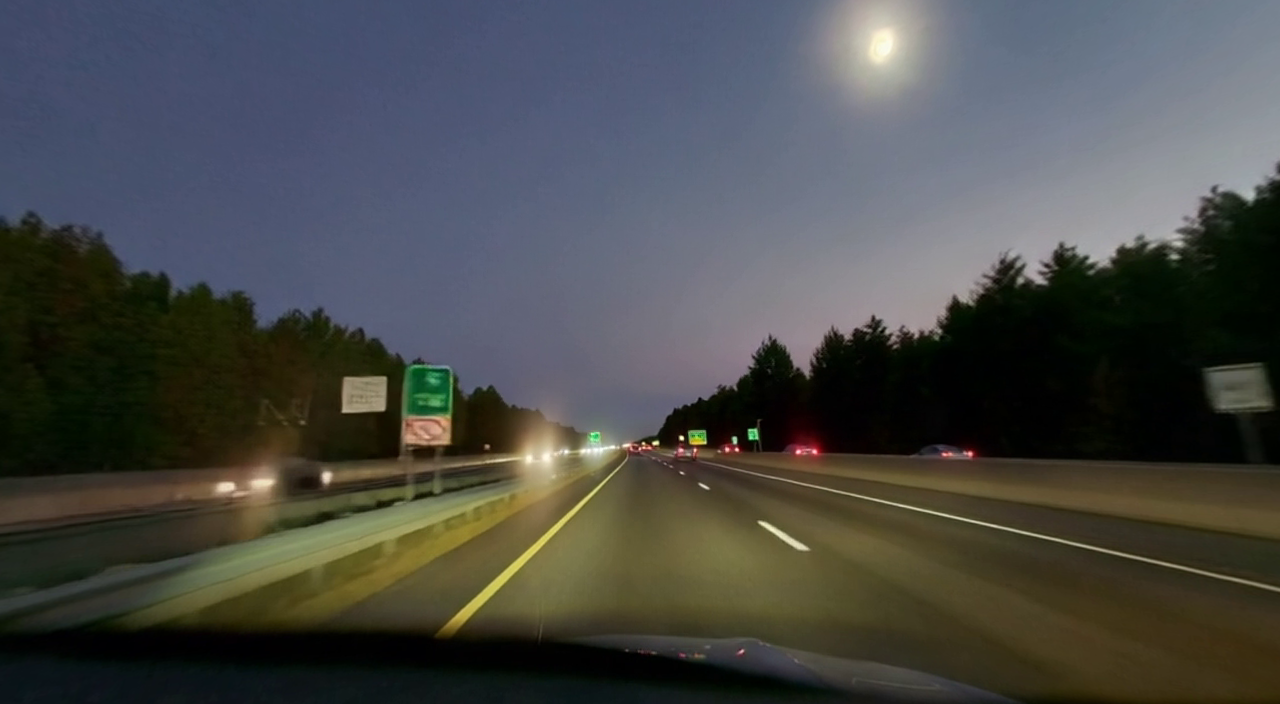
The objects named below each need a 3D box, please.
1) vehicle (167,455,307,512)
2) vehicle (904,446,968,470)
[{"bbox_3d":[-12.686,4.121,20.182,1.854,1.581,3.953,0,-9,0],"label":"vehicle"},{"bbox_3d":[18.759,6.724,40.078,1.926,1.386,3.719,1,-9,-7],"label":"vehicle"}]
